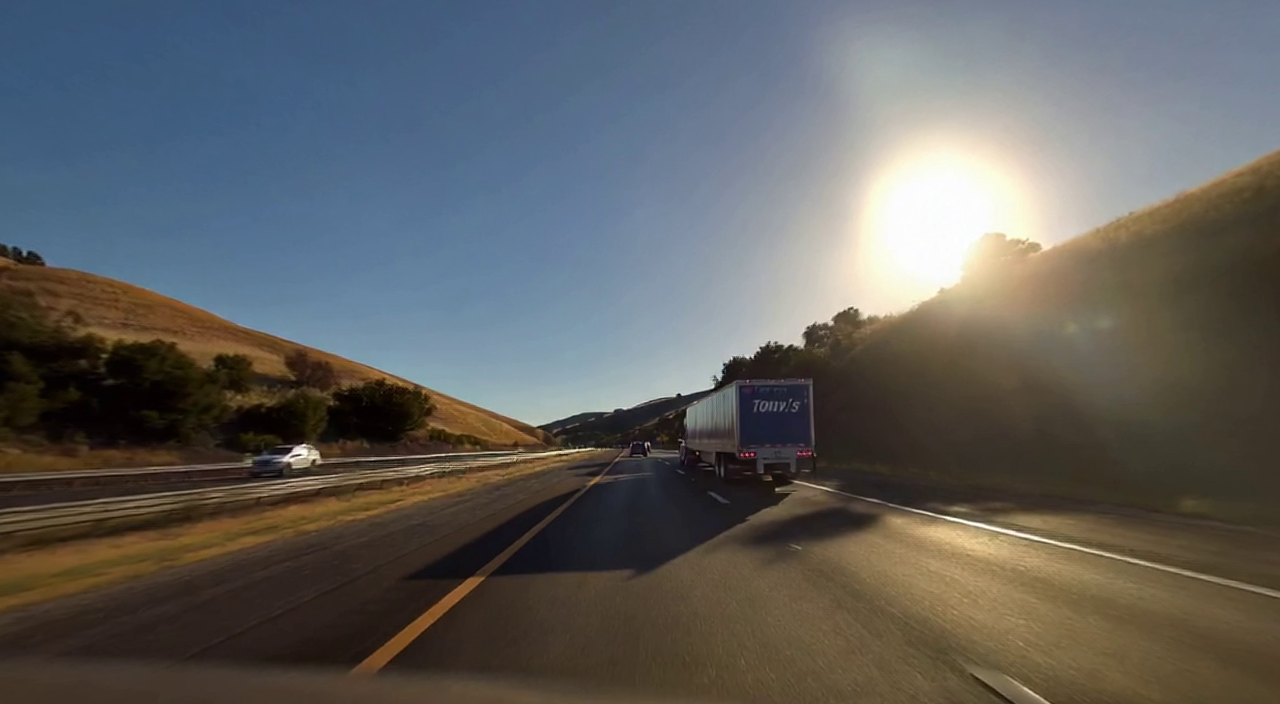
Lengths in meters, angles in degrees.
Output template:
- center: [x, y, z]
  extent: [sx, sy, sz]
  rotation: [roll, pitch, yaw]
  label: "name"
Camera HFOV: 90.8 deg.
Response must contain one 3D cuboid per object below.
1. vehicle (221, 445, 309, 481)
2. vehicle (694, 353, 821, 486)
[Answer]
- center: [-20.794, 6.150, 35.346]
  extent: [2.052, 1.887, 4.709]
  rotation: [0, -9, -1]
  label: "vehicle"
- center: [4.214, 2.881, 25.379]
  extent: [3.039, 4.342, 9.556]
  rotation: [0, -9, -1]
  label: "vehicle"
